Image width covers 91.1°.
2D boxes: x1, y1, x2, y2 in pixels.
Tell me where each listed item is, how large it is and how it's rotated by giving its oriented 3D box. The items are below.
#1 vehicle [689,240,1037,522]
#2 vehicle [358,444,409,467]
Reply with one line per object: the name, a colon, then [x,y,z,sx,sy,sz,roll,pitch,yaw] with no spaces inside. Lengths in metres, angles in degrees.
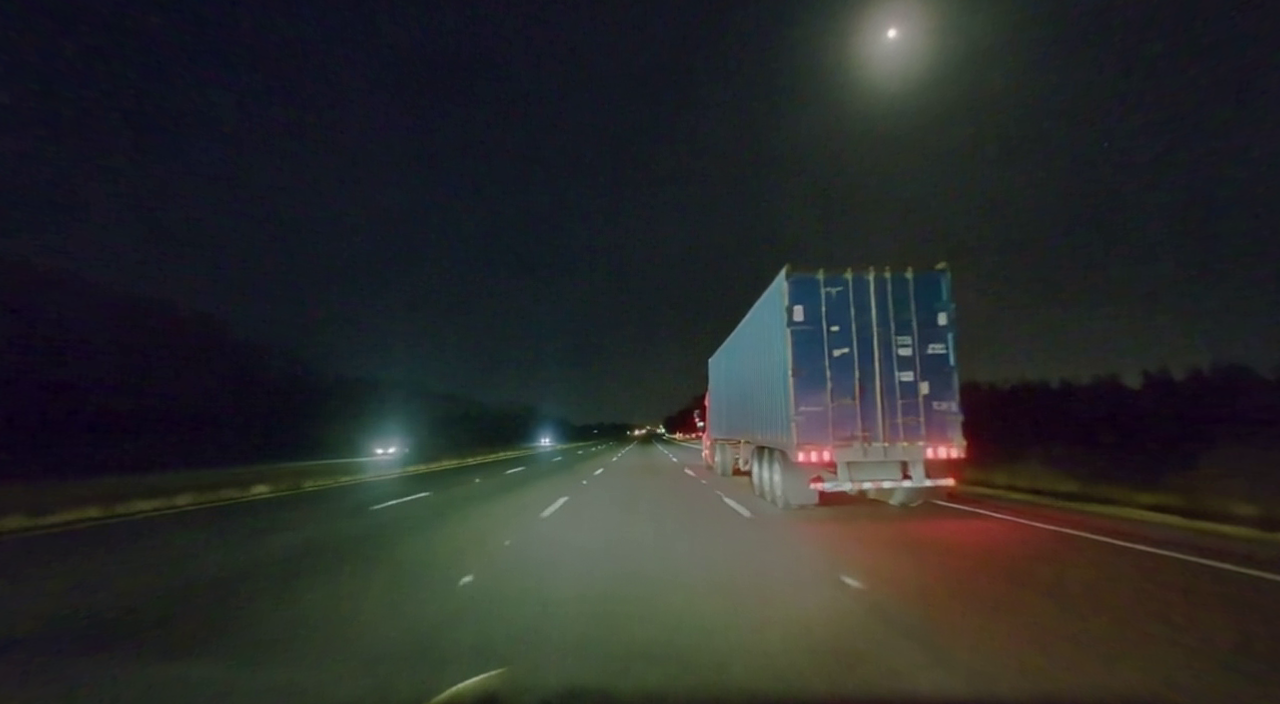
vehicle: [3.326,1.155,14.228,3.446,3.698,12.089,0,-8,0]
vehicle: [-18.436,7.455,45.407,1.813,1.492,4.413,0,-8,0]
